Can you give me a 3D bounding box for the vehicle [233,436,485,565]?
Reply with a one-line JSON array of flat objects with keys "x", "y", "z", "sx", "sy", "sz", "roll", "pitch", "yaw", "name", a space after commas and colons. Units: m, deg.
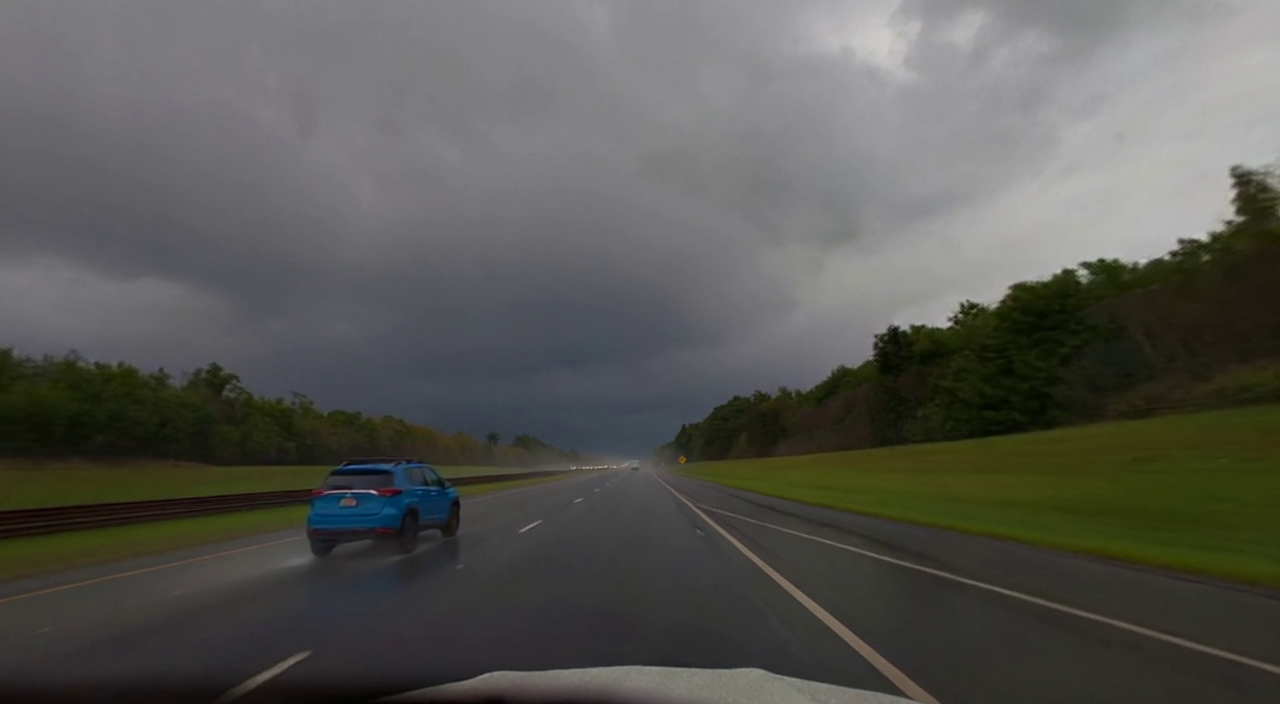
[{"x": -4.169, "y": 2.331, "z": 10.484, "sx": 1.928, "sy": 1.593, "sz": 4.871, "roll": 1, "pitch": -10, "yaw": 0, "name": "vehicle"}]
